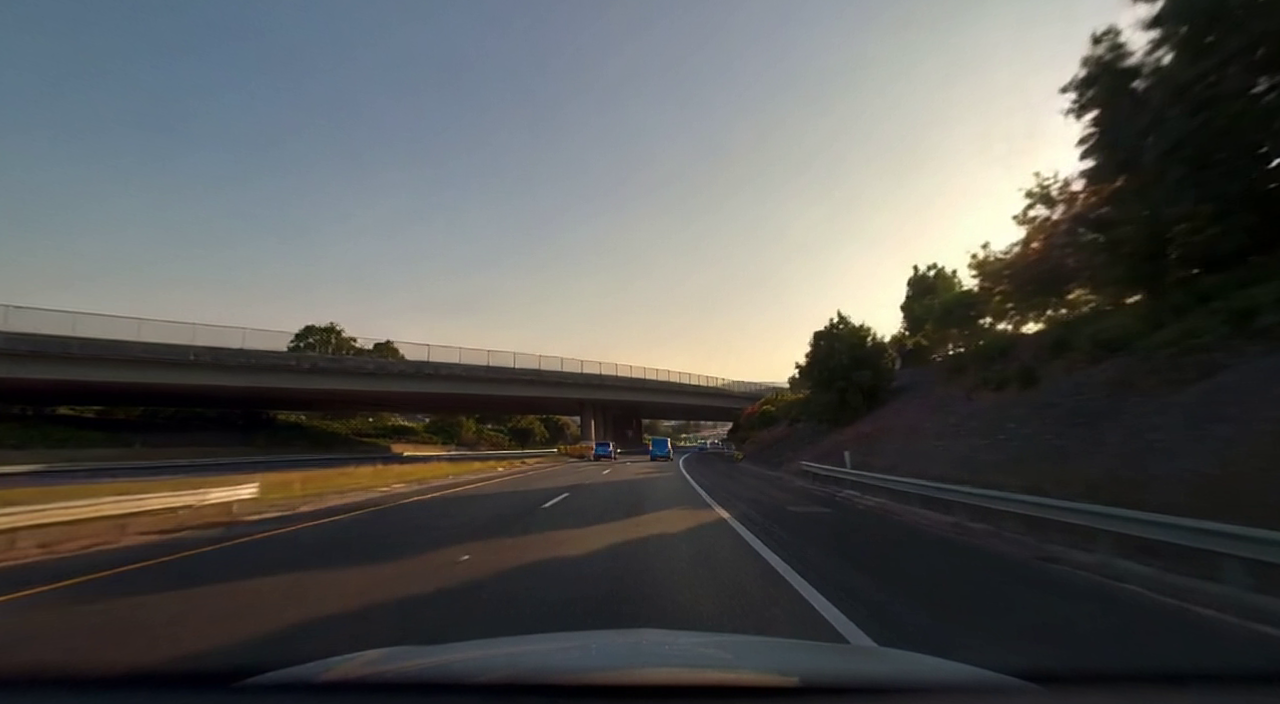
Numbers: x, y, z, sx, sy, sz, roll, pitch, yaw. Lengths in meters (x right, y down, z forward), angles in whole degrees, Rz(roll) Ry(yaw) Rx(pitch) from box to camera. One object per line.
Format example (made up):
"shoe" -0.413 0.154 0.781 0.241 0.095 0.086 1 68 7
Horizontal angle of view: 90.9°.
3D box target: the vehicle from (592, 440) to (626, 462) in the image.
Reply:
"vehicle" -2.227 7.352 46.836 2.040 1.553 4.199 -1 -8 4
